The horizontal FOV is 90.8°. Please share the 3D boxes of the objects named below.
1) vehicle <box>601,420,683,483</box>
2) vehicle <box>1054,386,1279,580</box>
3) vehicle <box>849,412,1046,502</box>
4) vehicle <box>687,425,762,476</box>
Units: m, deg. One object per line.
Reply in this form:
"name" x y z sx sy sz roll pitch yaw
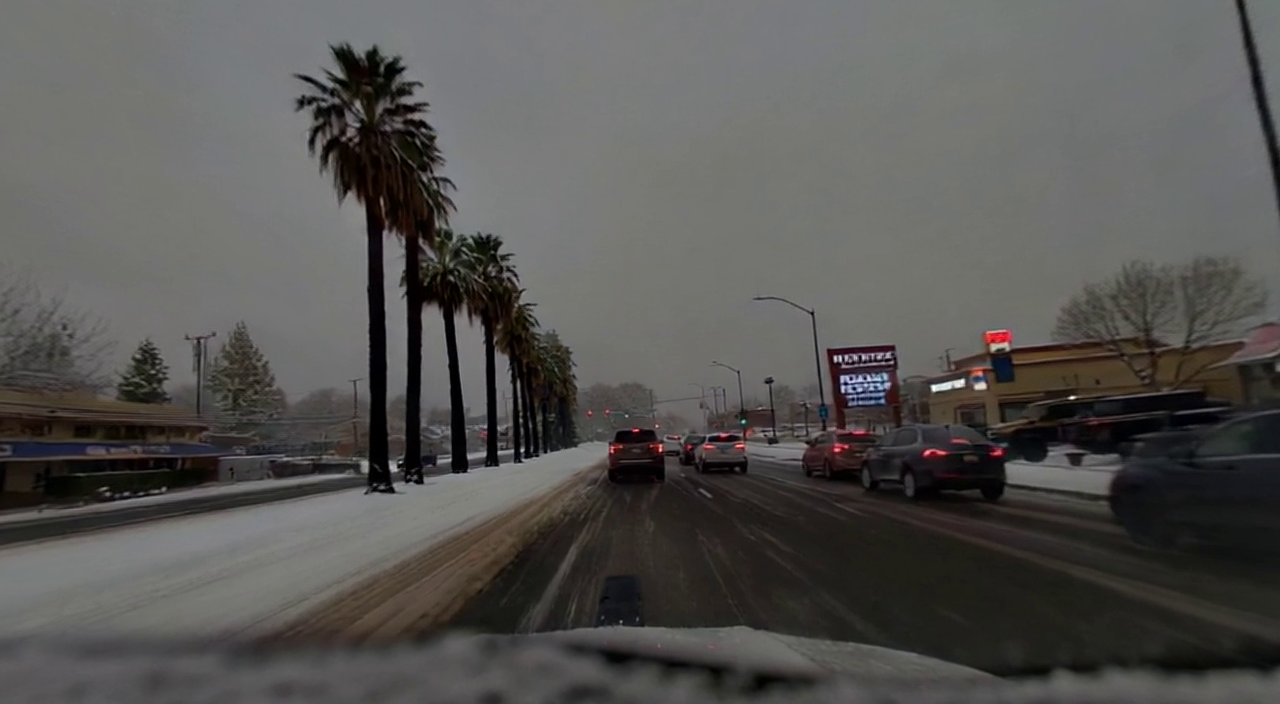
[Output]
"vehicle" 0.040 3.320 21.146 2.428 1.816 4.959 0 -9 -1
"vehicle" 6.638 1.240 6.149 2.100 1.675 4.536 0 -9 0
"vehicle" 6.665 2.373 14.462 2.001 1.692 4.800 0 -9 -1
"vehicle" 3.171 3.821 24.652 2.187 1.777 4.444 0 -9 -2
